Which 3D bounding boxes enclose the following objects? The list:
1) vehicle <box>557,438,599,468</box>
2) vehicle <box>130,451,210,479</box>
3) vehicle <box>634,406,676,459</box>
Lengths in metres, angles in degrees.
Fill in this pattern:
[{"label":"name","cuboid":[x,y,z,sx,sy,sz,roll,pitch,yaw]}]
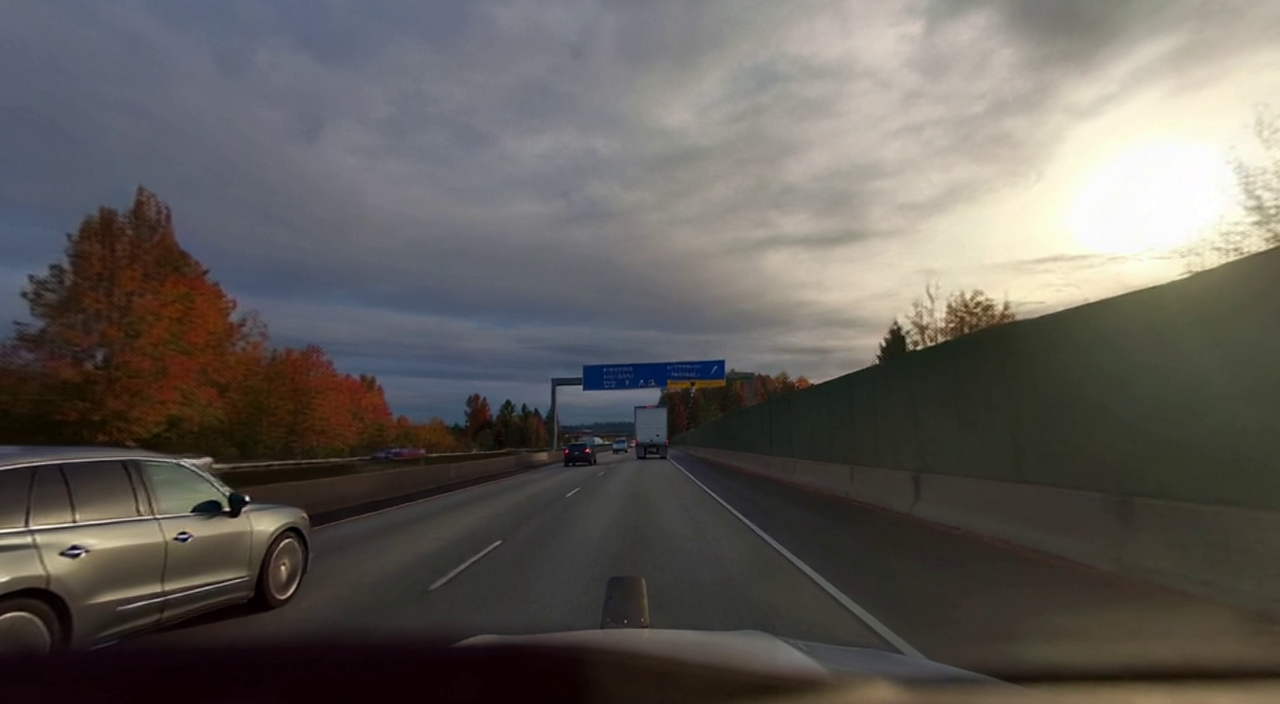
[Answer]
[{"label":"vehicle","cuboid":[-3.333,5.504,34.509,1.927,1.556,3.921,0,-8,0]},{"label":"vehicle","cuboid":[-25.619,6.140,34.452,1.684,1.399,3.535,0,-8,-1]},{"label":"vehicle","cuboid":[1.144,6.324,48.928,2.933,3.701,10.425,0,-8,1]}]
